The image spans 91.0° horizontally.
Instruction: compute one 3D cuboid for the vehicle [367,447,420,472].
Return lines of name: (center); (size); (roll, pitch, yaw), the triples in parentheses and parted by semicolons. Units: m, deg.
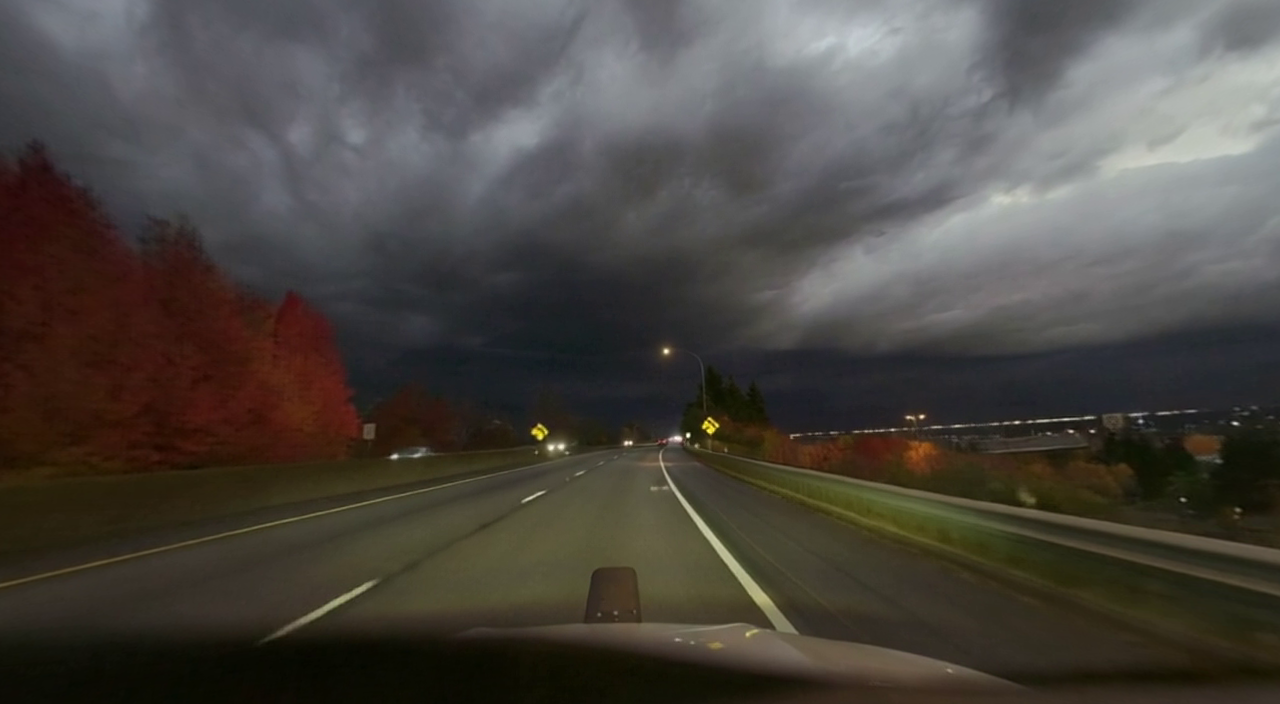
vehicle: (-15.305, 6.656, 39.235); (1.728, 1.445, 3.746); (0, -8, 1)
